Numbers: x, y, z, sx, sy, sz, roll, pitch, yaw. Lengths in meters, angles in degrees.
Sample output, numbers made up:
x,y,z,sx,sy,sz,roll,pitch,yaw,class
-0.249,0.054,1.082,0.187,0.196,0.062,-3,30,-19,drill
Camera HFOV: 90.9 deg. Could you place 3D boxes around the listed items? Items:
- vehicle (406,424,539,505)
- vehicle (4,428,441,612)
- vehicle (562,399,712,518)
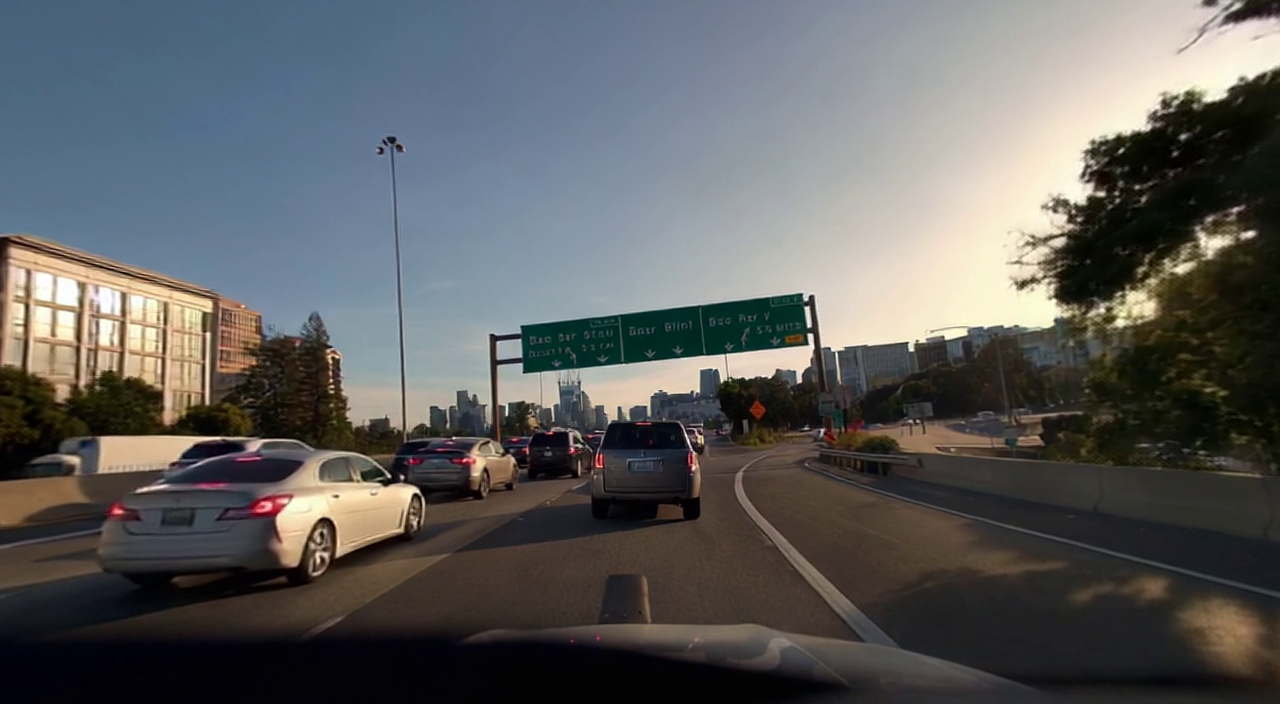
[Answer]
x,y,z,sx,sy,sz,roll,pitch,yaw,class
-4.023,2.791,16.021,1.953,1.729,4.377,0,-9,3,vehicle
-4.101,1.690,7.330,2.087,1.481,4.225,0,-9,2,vehicle
0.027,2.305,14.060,2.616,2.063,5.933,0,-9,2,vehicle
